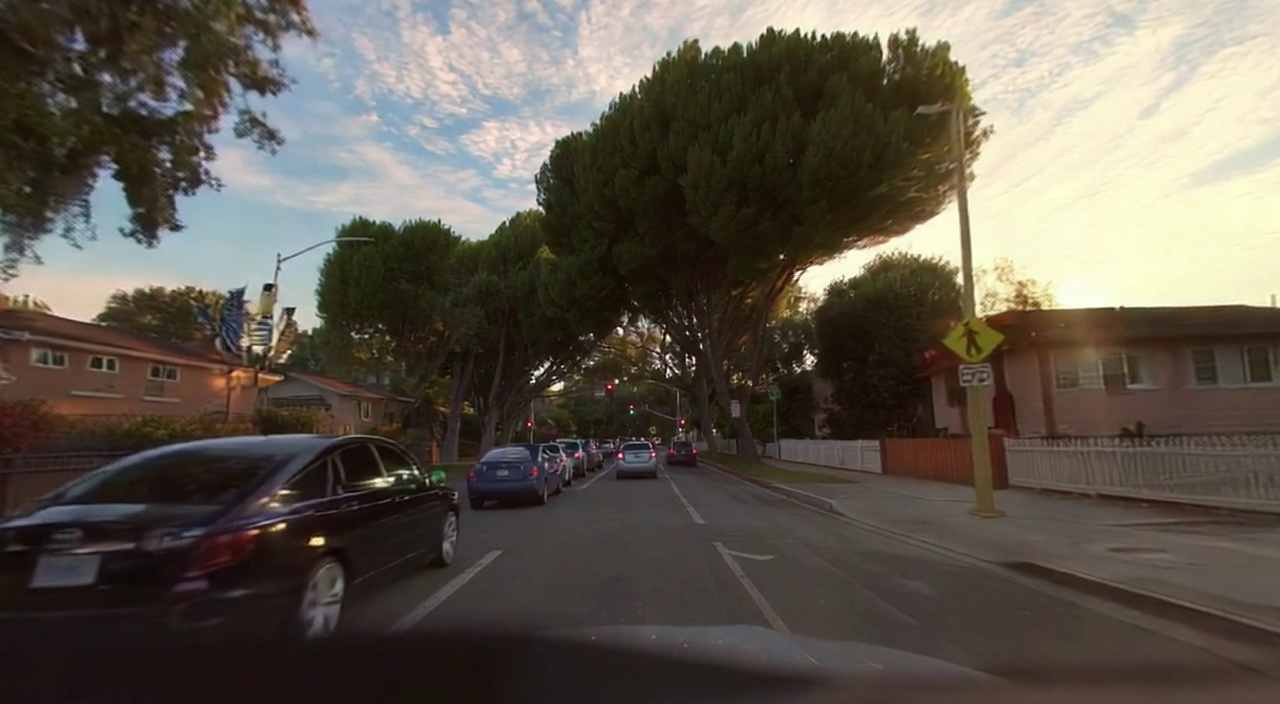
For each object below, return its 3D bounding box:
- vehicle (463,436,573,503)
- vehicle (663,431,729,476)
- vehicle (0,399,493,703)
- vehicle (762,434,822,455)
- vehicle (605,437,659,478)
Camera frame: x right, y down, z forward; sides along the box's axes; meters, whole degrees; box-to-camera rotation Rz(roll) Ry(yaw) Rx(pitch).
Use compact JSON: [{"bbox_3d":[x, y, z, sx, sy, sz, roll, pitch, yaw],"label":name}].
[{"bbox_3d":[-2.990,2.990,16.592,1.897,1.484,4.716,0,-9,1],"label":"vehicle"},{"bbox_3d":[2.240,4.273,26.774,2.258,1.682,4.635,0,-8,-1],"label":"vehicle"},{"bbox_3d":[-2.693,1.270,4.738,2.081,1.488,4.566,0,-9,0],"label":"vehicle"},{"bbox_3d":[10.994,6.735,45.888,3.883,1.496,1.779,0,-8,-1],"label":"vehicle"},{"bbox_3d":[-0.339,4.068,24.537,1.927,1.453,3.848,0,-8,-1],"label":"vehicle"}]
